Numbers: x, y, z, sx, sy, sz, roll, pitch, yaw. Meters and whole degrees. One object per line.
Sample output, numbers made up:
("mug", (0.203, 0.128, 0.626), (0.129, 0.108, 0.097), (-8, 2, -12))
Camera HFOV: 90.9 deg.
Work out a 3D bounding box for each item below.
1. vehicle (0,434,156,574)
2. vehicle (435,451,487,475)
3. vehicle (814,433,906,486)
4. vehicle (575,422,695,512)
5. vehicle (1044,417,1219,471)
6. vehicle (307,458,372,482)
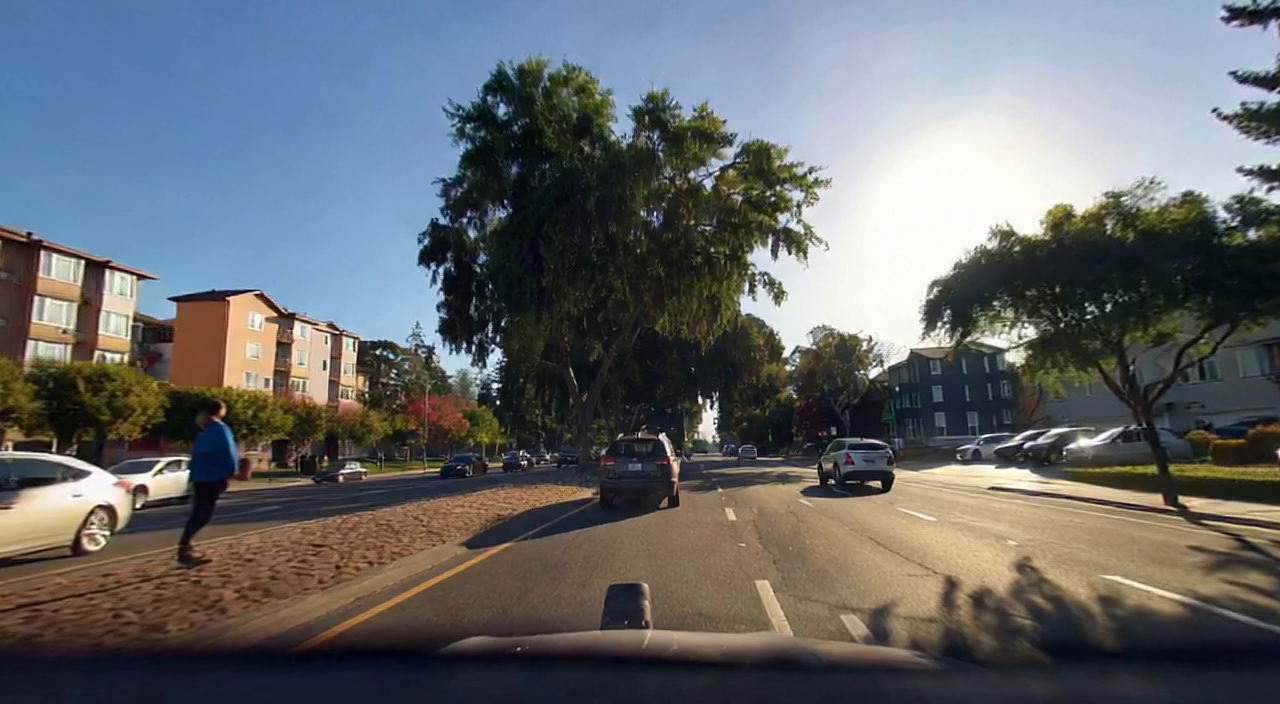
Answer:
("vehicle", (-7.859, 1.633, 6.450), (1.854, 1.486, 4.743), (-4, -9, 4))
("vehicle", (-11.605, 7.216, 41.108), (1.806, 1.417, 4.405), (-1, -8, 5))
("vehicle", (7.844, 3.859, 22.902), (1.971, 1.722, 4.341), (-1, -8, 3))
("vehicle", (0.078, 2.679, 15.127), (2.332, 1.798, 4.546), (-1, -8, 6))
("vehicle", (19.051, 3.604, 24.649), (4.783, 1.724, 2.297), (-4, -9, 2))
("vehicle", (-20.709, 8.117, 43.625), (1.824, 1.476, 4.499), (-1, -9, 8))
